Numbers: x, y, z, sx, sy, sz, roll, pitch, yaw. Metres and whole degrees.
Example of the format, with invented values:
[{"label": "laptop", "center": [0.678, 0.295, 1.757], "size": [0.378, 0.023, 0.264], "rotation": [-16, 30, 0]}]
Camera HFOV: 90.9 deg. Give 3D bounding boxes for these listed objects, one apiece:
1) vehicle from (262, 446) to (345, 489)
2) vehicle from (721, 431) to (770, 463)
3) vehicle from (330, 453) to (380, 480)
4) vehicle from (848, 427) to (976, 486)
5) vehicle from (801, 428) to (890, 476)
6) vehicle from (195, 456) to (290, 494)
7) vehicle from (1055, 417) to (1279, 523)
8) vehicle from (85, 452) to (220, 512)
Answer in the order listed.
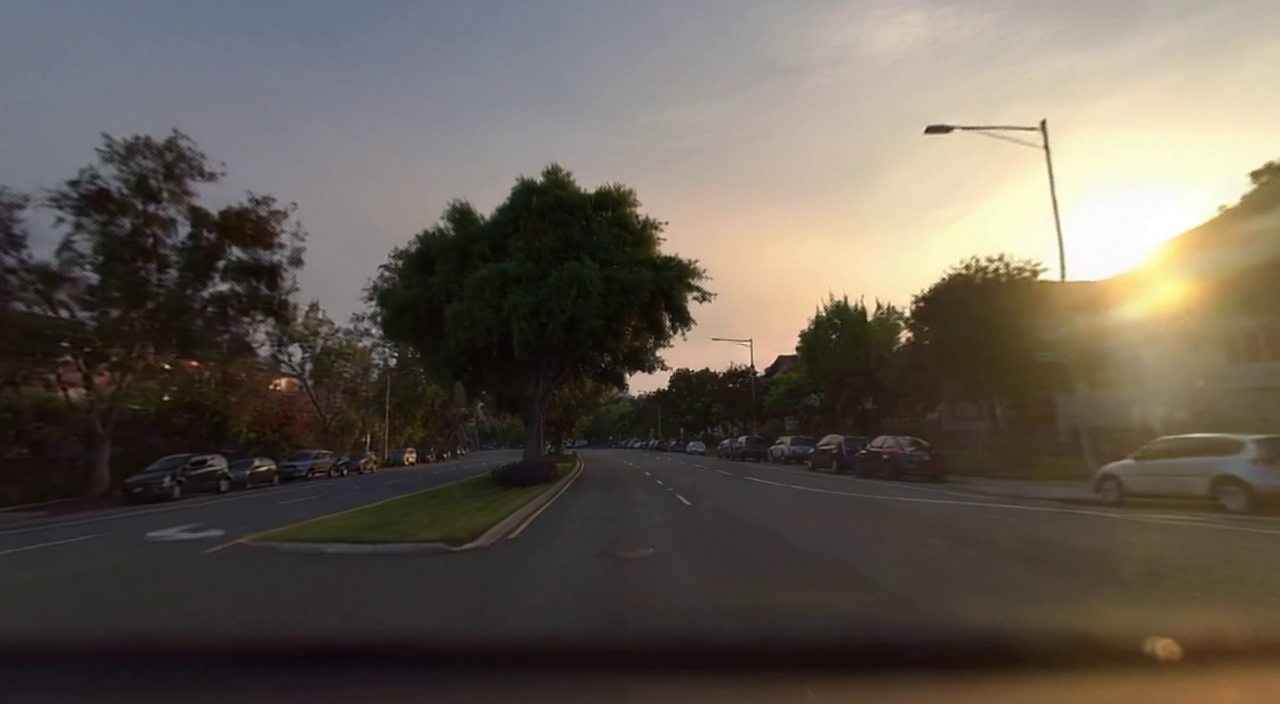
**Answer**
[{"label": "vehicle", "center": [-18.938, 6.451, 35.791], "size": [2.111, 1.908, 5.586], "rotation": [-1, -6, -5]}, {"label": "vehicle", "center": [7.453, 6.817, 45.121], "size": [1.970, 2.104, 5.290], "rotation": [1, -9, -7]}, {"label": "vehicle", "center": [-19.583, 7.833, 43.465], "size": [1.778, 1.433, 4.305], "rotation": [-1, -6, -5]}, {"label": "vehicle", "center": [9.156, 3.565, 21.776], "size": [2.039, 1.752, 4.876], "rotation": [0, -9, -3]}, {"label": "vehicle", "center": [8.881, 4.366, 27.724], "size": [1.991, 1.905, 4.733], "rotation": [0, -9, -5]}, {"label": "vehicle", "center": [-18.447, 5.708, 29.510], "size": [1.782, 1.462, 4.438], "rotation": [-1, -8, -3]}, {"label": "vehicle", "center": [10.331, 2.073, 11.410], "size": [1.919, 1.627, 4.196], "rotation": [3, -9, -23]}, {"label": "vehicle", "center": [-17.975, 4.749, 23.546], "size": [1.916, 1.657, 4.366], "rotation": [-2, -5, -6]}]
